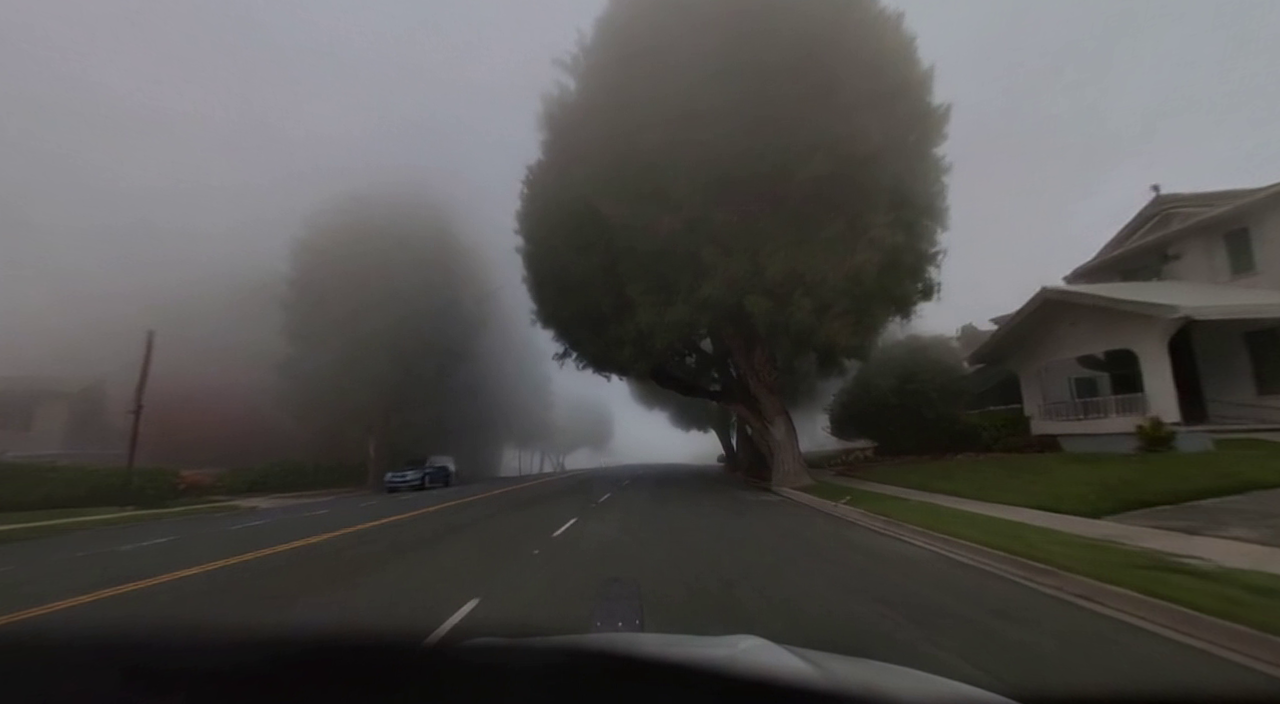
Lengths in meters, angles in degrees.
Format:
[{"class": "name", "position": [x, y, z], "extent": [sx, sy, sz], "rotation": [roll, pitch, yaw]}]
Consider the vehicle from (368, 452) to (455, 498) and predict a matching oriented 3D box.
[{"class": "vehicle", "position": [-10.053, 5.397, 28.178], "extent": [2.001, 1.725, 4.504], "rotation": [-4, -9, 4]}]
